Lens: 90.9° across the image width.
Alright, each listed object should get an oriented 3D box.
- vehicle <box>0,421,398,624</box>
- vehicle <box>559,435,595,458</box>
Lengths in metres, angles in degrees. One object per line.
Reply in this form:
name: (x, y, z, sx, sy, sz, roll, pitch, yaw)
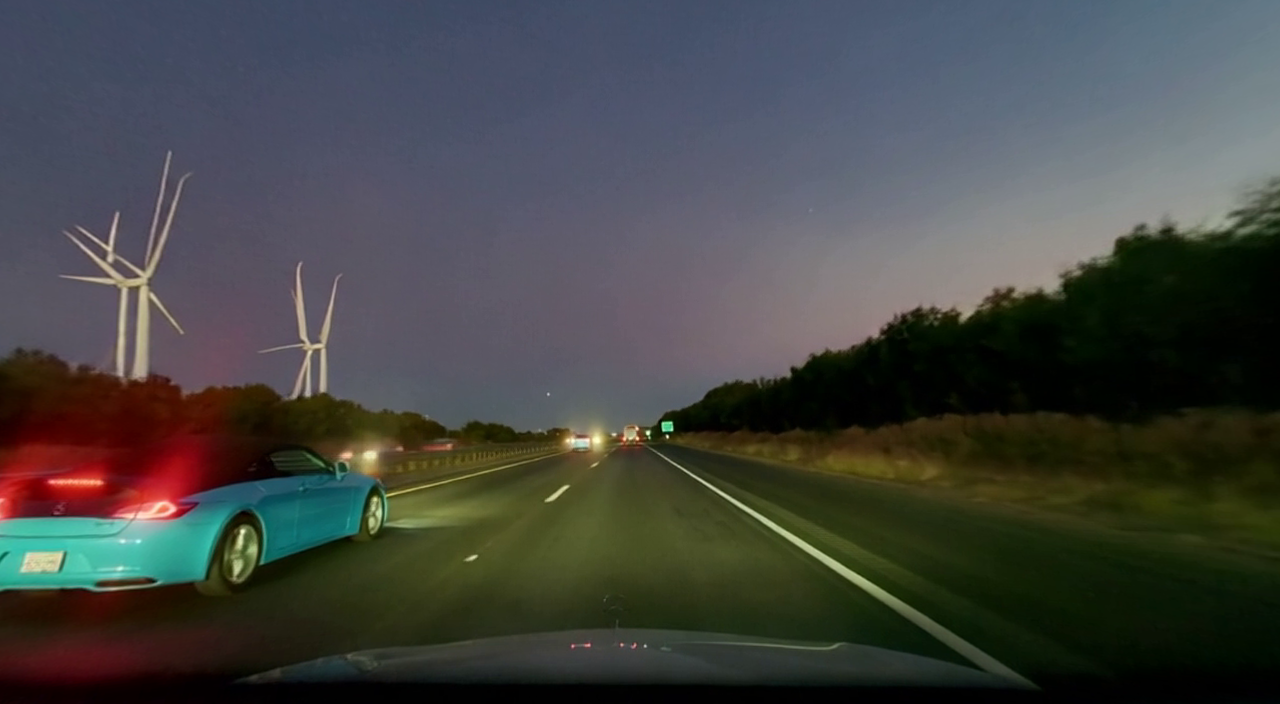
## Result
vehicle: (-4.316, 1.486, 6.588, 1.969, 1.413, 4.194, 0, -8, -1)
vehicle: (-4.027, 6.089, 40.742, 2.024, 1.456, 3.754, 0, -8, -1)
